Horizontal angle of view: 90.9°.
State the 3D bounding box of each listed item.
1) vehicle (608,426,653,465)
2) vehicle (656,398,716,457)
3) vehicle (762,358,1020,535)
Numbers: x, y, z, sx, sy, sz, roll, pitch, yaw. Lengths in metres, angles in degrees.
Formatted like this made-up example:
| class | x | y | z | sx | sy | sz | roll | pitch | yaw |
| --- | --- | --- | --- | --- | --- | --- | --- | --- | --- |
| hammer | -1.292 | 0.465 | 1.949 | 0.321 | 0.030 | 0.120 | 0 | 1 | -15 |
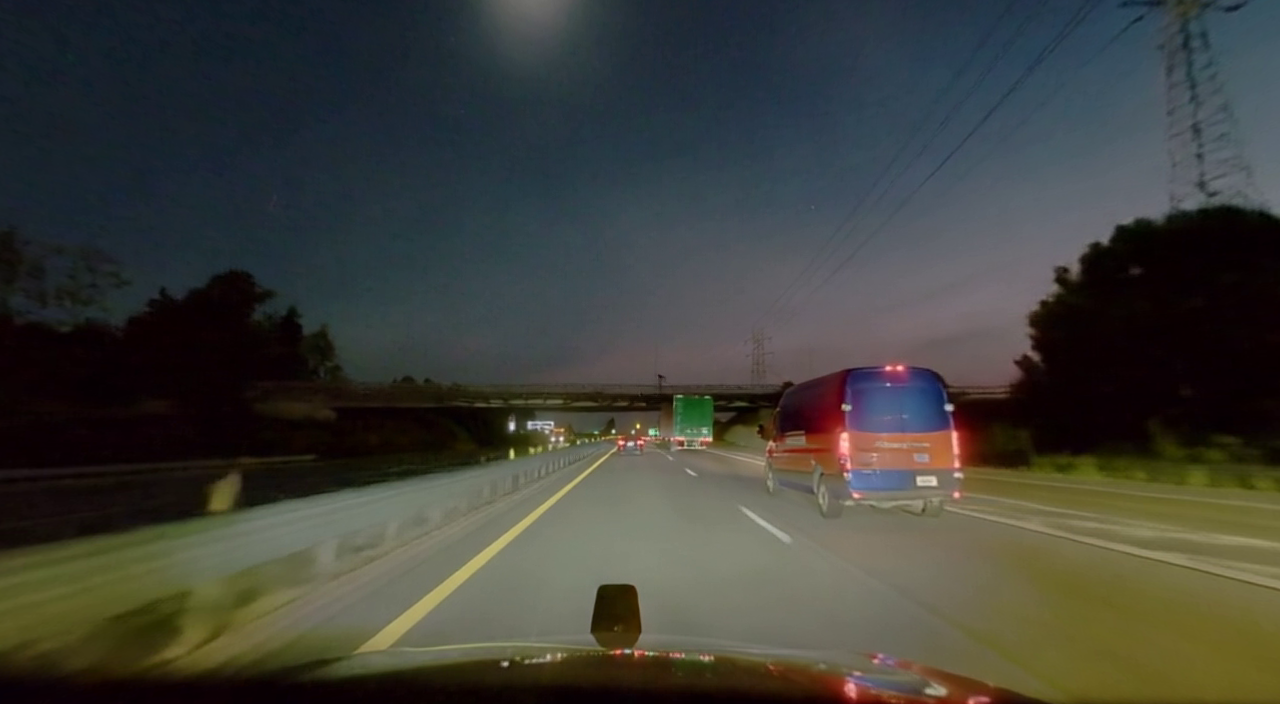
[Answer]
| class | x | y | z | sx | sy | sz | roll | pitch | yaw |
| --- | --- | --- | --- | --- | --- | --- | --- | --- | --- |
| vehicle | -0.484 | 4.573 | 30.938 | 2.073 | 1.750 | 4.116 | 0 | -8 | -2 |
| vehicle | 3.180 | 5.898 | 48.338 | 3.096 | 3.759 | 15.119 | 0 | -8 | -1 |
| vehicle | 4.101 | 1.702 | 11.736 | 2.387 | 2.506 | 5.374 | 0 | -8 | -2 |
